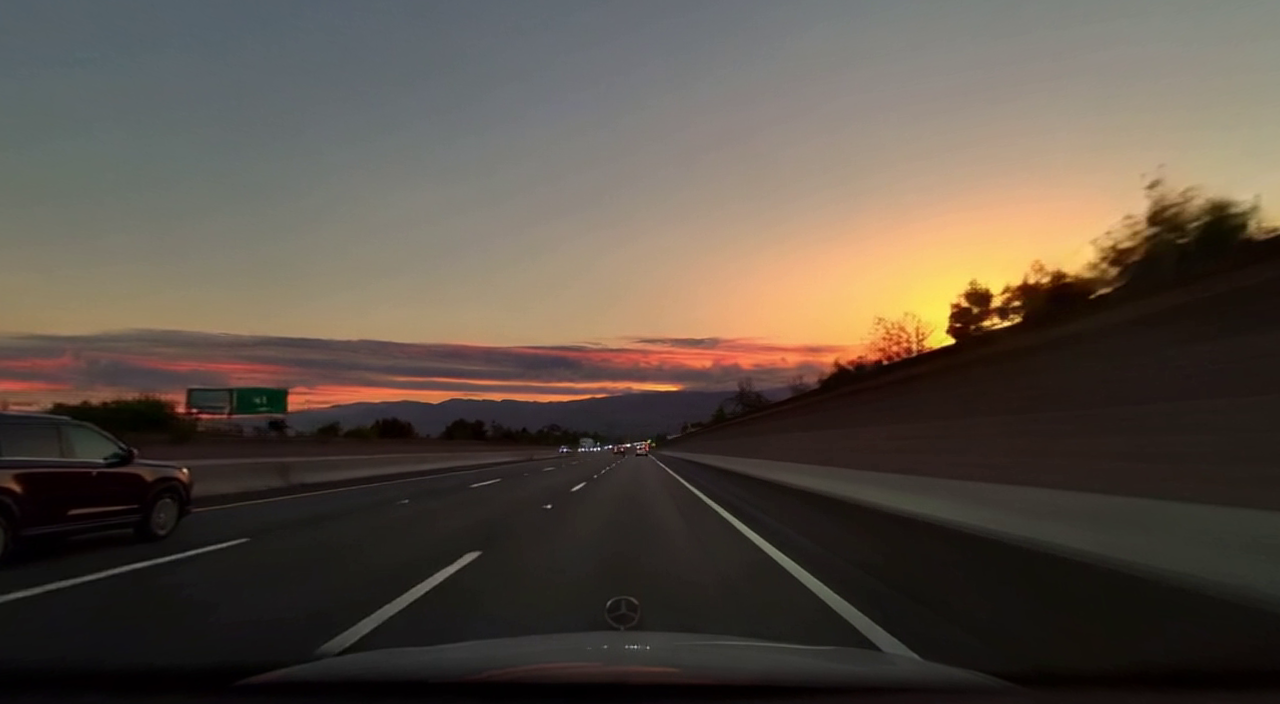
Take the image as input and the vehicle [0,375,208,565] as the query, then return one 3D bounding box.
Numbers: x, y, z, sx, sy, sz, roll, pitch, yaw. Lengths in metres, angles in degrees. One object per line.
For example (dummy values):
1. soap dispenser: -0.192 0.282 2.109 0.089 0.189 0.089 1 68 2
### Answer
1. vehicle: -7.719 1.300 7.069 2.163 1.947 4.959 0 -8 0
